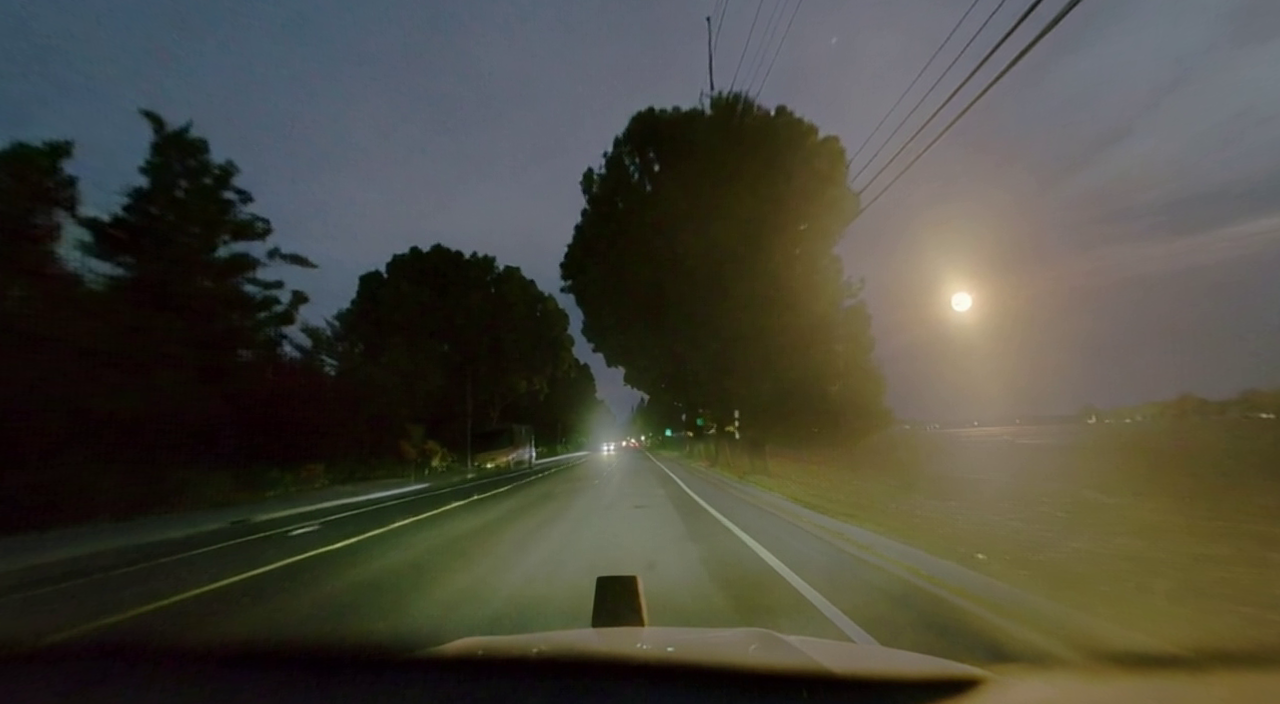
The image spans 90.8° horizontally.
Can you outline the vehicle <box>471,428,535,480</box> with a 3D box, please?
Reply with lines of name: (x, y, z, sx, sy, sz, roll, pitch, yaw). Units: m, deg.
vehicle: (-7.996, 5.925, 37.470, 2.351, 2.696, 6.106, -2, -7, 1)
